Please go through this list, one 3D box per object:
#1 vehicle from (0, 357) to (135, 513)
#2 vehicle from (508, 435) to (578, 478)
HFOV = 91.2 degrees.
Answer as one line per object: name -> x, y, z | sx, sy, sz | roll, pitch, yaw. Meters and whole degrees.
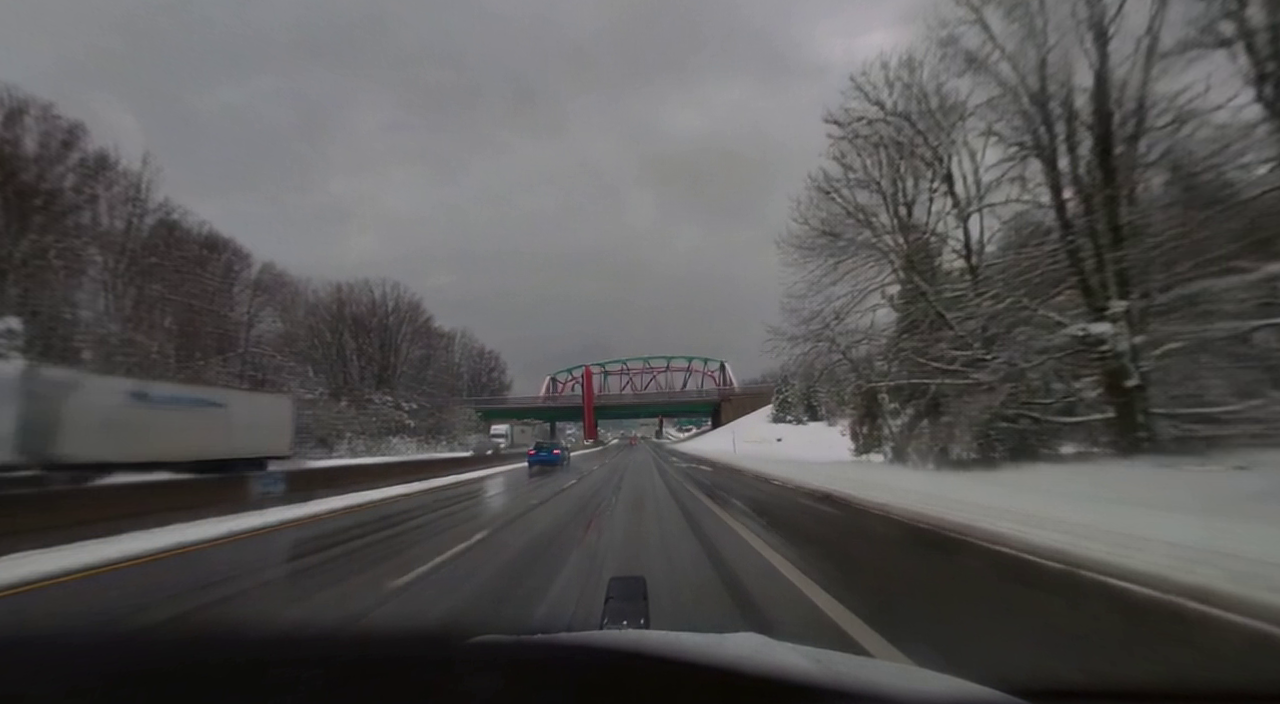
vehicle -> -18.349, 2.277, 17.252 | 3.043, 4.057, 6.636 | 0, -8, 1
vehicle -> -3.766, 4.143, 25.088 | 2.052, 1.556, 4.405 | 0, -8, 1
